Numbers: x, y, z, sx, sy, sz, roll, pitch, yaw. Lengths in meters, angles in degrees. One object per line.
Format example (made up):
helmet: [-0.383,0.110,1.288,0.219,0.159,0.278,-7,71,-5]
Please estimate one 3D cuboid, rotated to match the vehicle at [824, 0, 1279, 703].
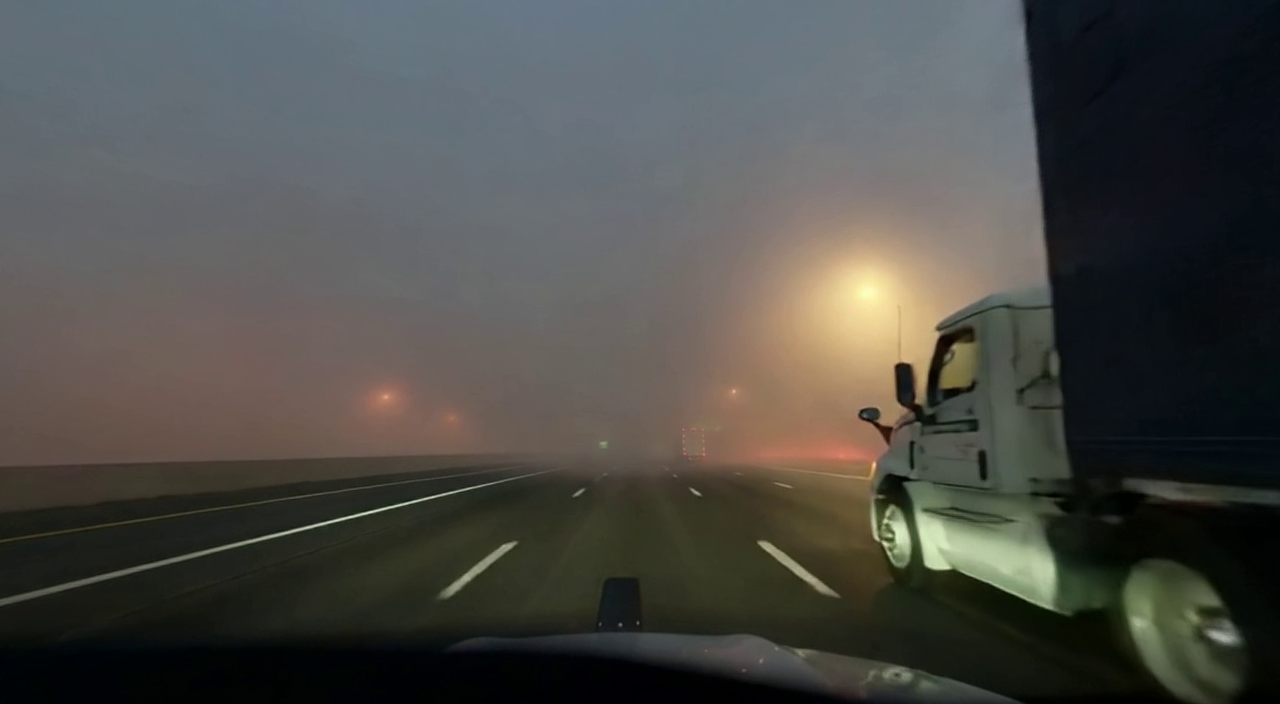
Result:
vehicle: [3.511,-0.200,2.827,2.998,3.820,8.356,0,-9,1]
